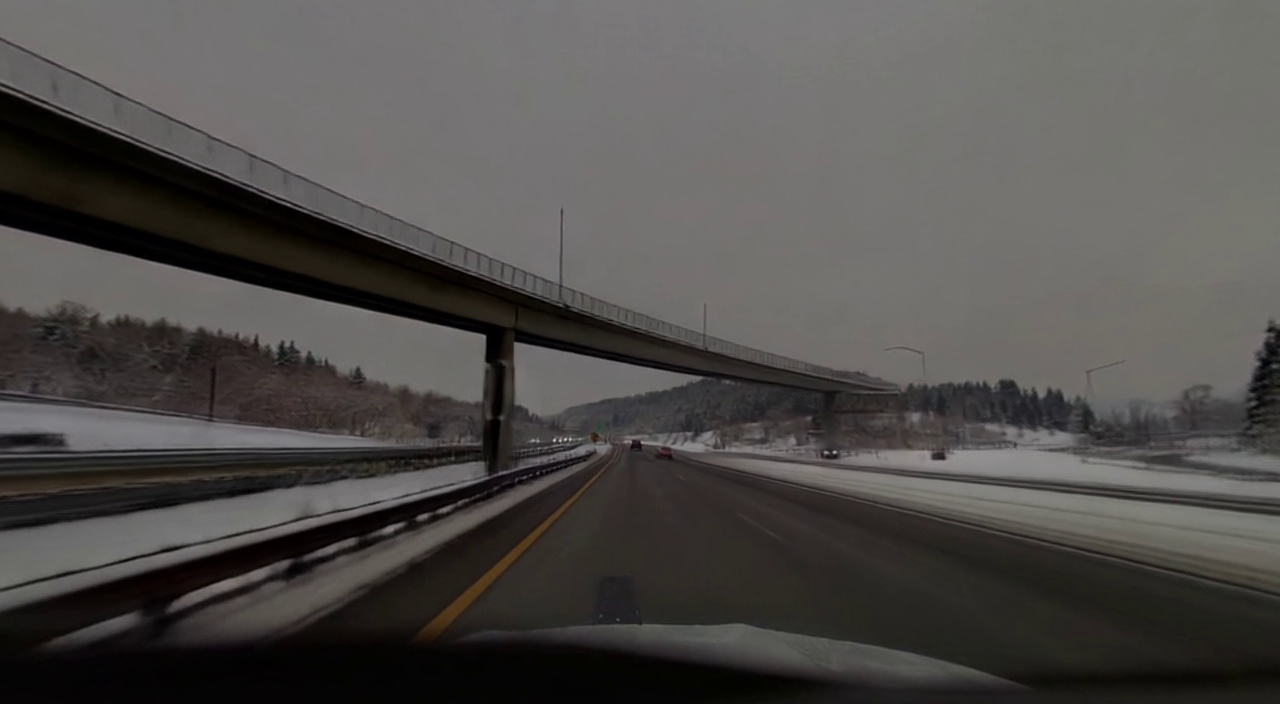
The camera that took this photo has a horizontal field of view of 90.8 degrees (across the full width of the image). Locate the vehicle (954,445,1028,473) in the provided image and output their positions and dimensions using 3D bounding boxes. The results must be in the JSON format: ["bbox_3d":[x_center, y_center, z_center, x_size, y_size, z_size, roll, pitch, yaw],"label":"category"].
[{"bbox_3d":[20.727,6.288,37.520,1.885,1.510,4.372,0,-8,0],"label":"vehicle"}]
